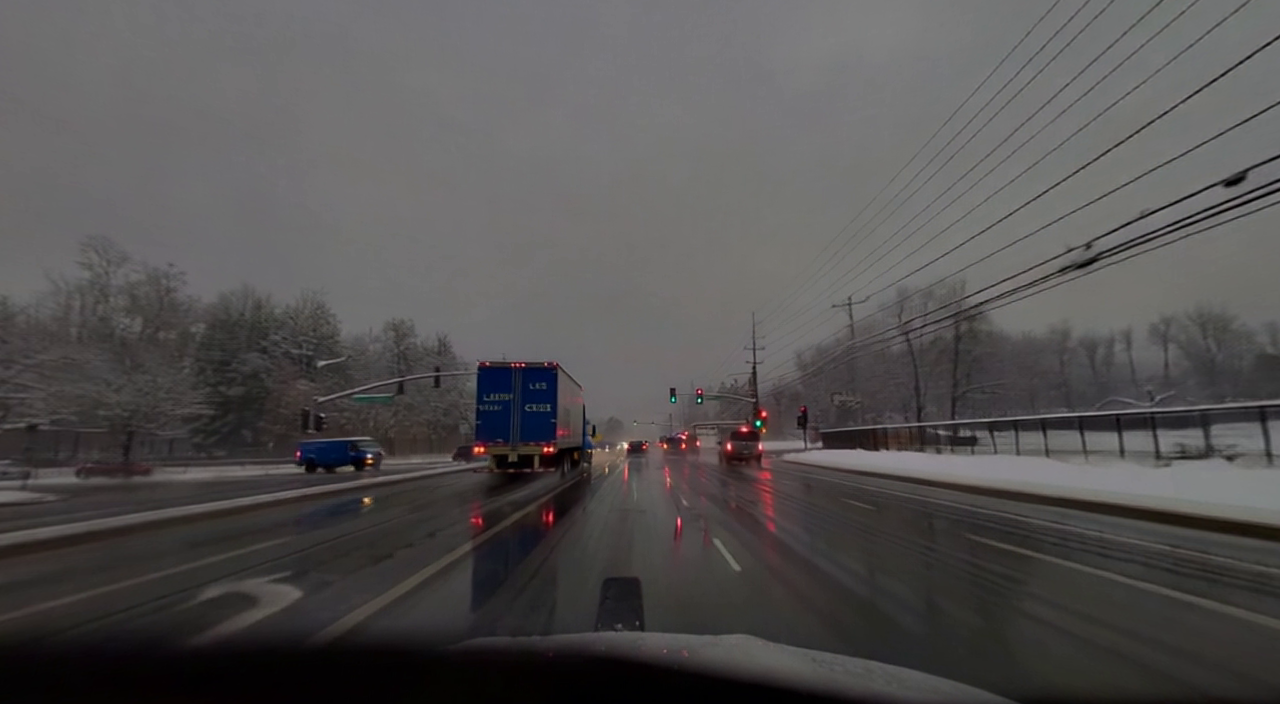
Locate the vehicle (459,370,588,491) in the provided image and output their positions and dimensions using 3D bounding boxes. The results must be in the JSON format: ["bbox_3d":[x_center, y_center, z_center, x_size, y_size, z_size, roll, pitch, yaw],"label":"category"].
[{"bbox_3d":[-3.586,2.798,21.854,2.889,3.347,8.285,0,-8,0],"label":"vehicle"}]

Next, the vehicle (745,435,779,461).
[{"bbox_3d":[8.277,6.505,42.824,2.102,1.662,4.533,-2,-9,11],"label":"vehicle"}]

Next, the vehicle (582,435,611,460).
[{"bbox_3d":[-3.340,7.470,49.291,1.994,1.806,4.564,0,-8,0],"label":"vehicle"}]
